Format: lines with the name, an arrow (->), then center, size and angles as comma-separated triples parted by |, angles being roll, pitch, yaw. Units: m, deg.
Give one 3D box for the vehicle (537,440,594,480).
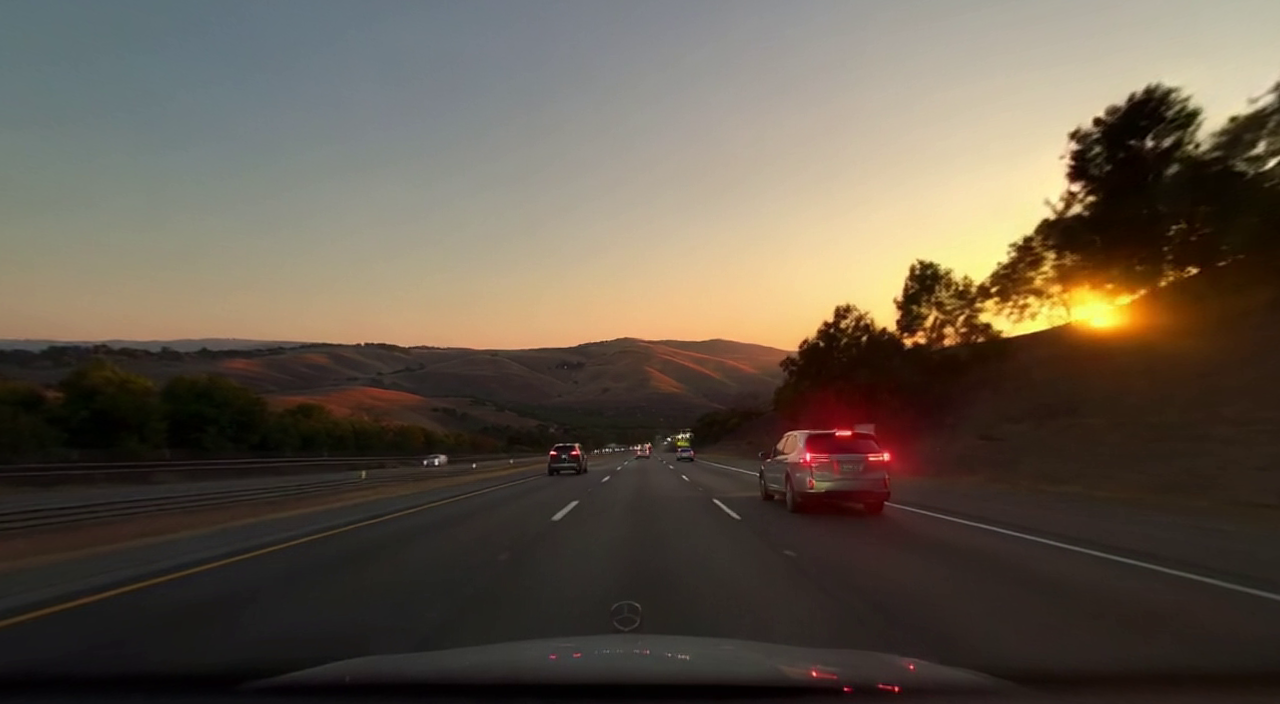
vehicle -> -3.440, 5.071, 29.846 | 2.070, 1.707, 4.309 | 0, -9, 2
